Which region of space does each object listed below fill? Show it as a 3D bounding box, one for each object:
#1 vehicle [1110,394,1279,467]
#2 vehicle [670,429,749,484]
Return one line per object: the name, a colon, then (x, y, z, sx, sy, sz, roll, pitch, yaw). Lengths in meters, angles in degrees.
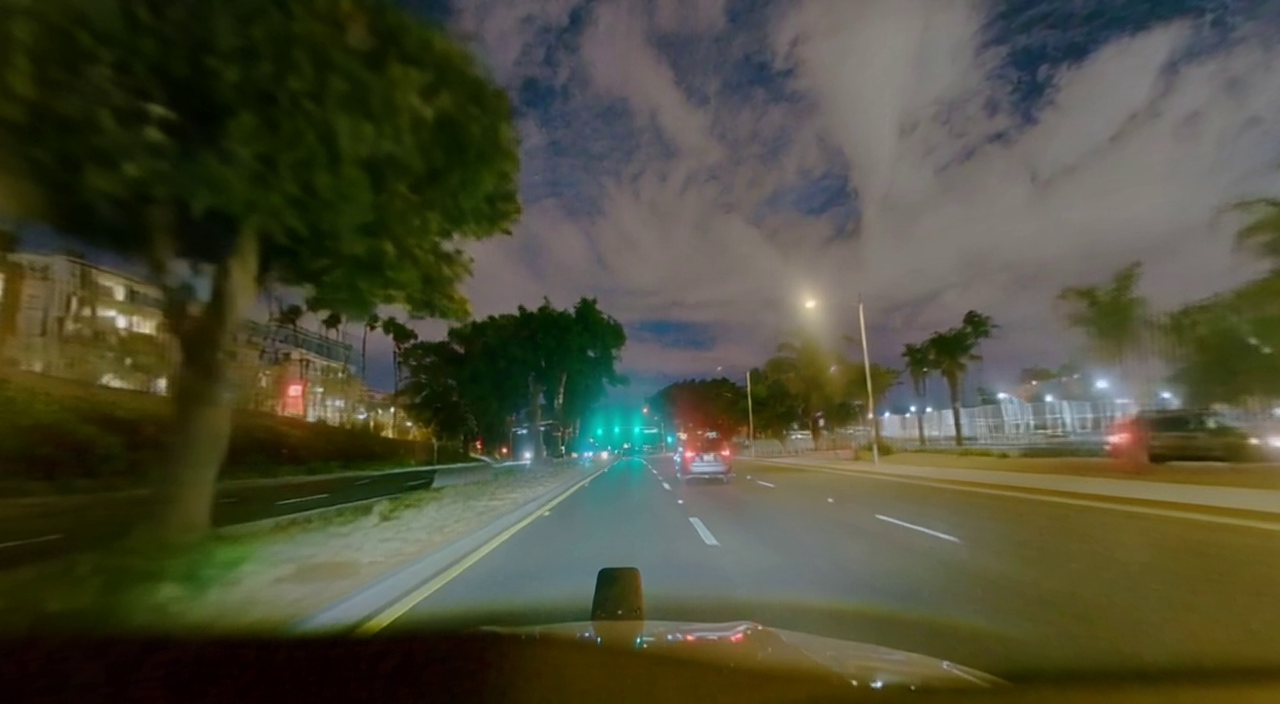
vehicle: (19.306, 2.590, 20.426, 2.305, 2.084, 6.115, 1, -10, -21)
vehicle: (2.708, 4.302, 26.221, 2.559, 2.017, 5.562, 0, -9, 0)
